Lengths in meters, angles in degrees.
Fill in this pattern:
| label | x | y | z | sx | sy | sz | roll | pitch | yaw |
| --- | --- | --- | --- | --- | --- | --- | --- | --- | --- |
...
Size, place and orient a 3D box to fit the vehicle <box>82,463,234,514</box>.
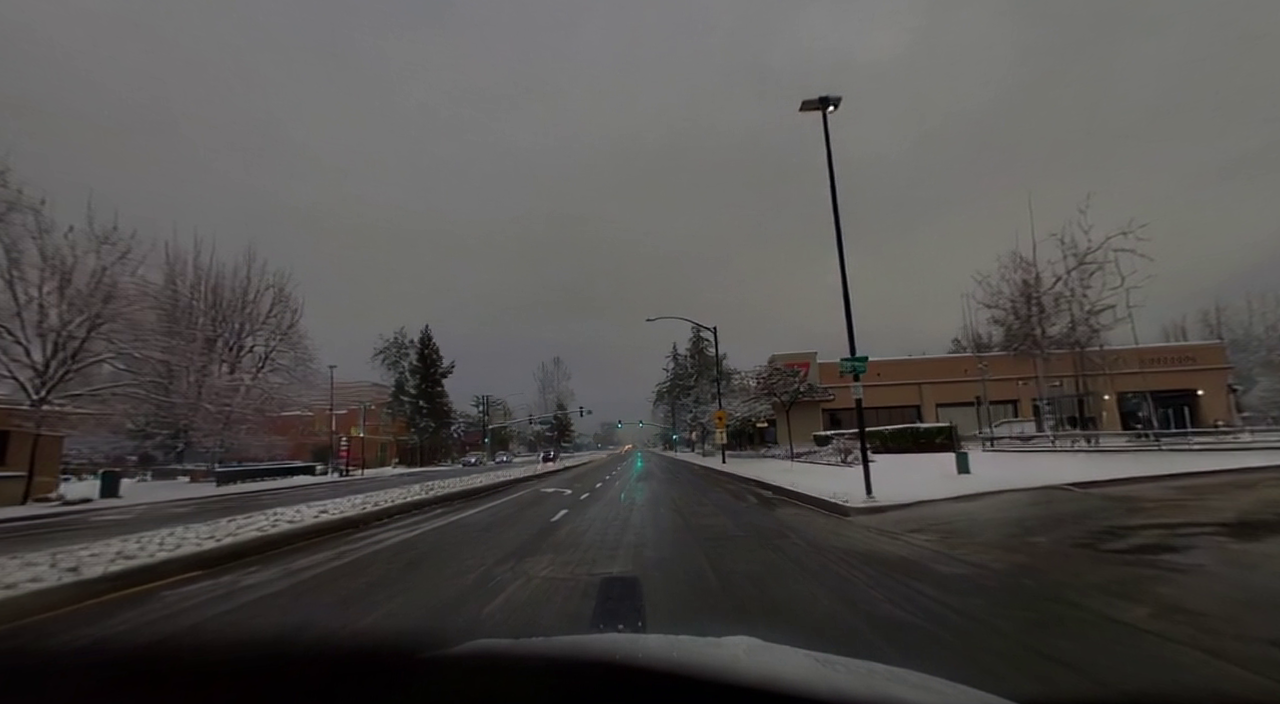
| label | x | y | z | sx | sy | sz | roll | pitch | yaw |
| --- | --- | --- | --- | --- | --- | --- | --- | --- | --- |
| vehicle | -17.412 | 4.900 | 23.040 | 1.861 | 1.541 | 4.530 | 0 | -9 | 2 |
